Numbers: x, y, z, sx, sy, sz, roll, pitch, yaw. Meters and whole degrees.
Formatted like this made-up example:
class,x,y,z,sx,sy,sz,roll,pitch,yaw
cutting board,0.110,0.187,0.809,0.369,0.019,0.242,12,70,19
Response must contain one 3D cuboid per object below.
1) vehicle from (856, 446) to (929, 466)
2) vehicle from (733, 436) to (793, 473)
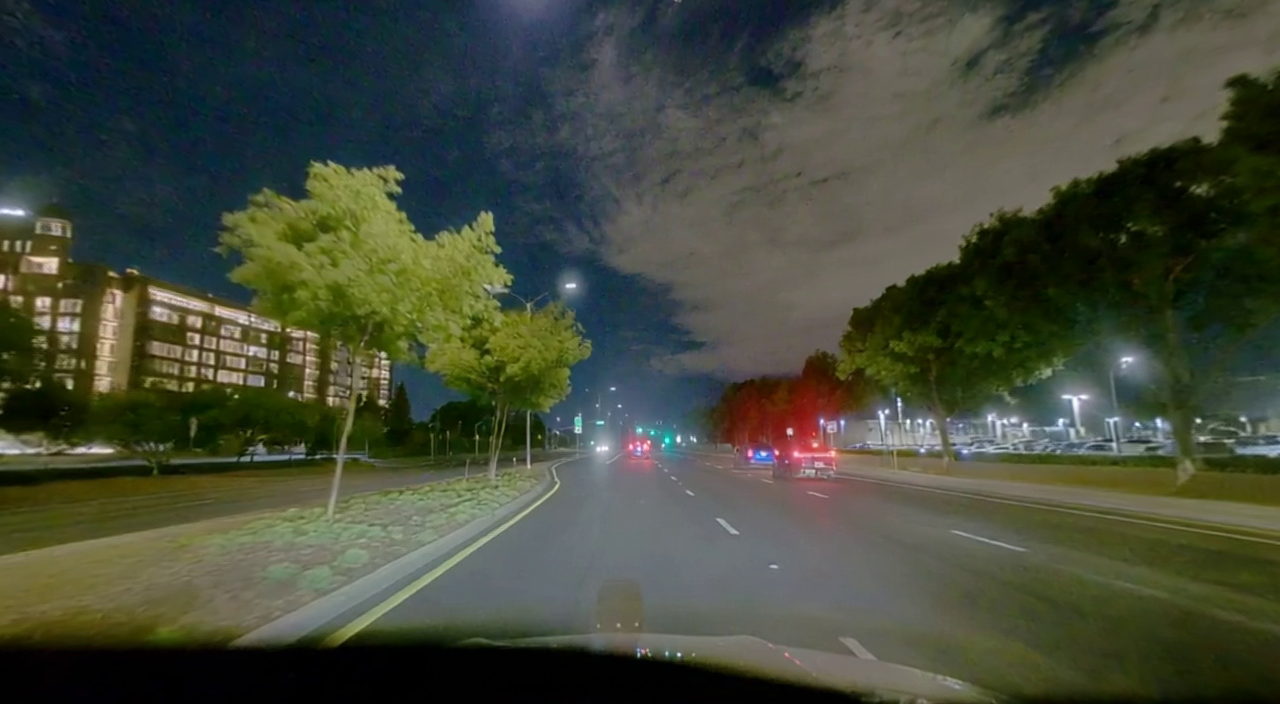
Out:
class,x,y,z,sx,sy,sz,roll,pitch,yaw
vehicle,19.066,7.884,47.672,4.683,1.462,1.995,0,-9,-1
vehicle,6.564,5.542,34.206,2.136,1.799,4.796,0,-9,-2
